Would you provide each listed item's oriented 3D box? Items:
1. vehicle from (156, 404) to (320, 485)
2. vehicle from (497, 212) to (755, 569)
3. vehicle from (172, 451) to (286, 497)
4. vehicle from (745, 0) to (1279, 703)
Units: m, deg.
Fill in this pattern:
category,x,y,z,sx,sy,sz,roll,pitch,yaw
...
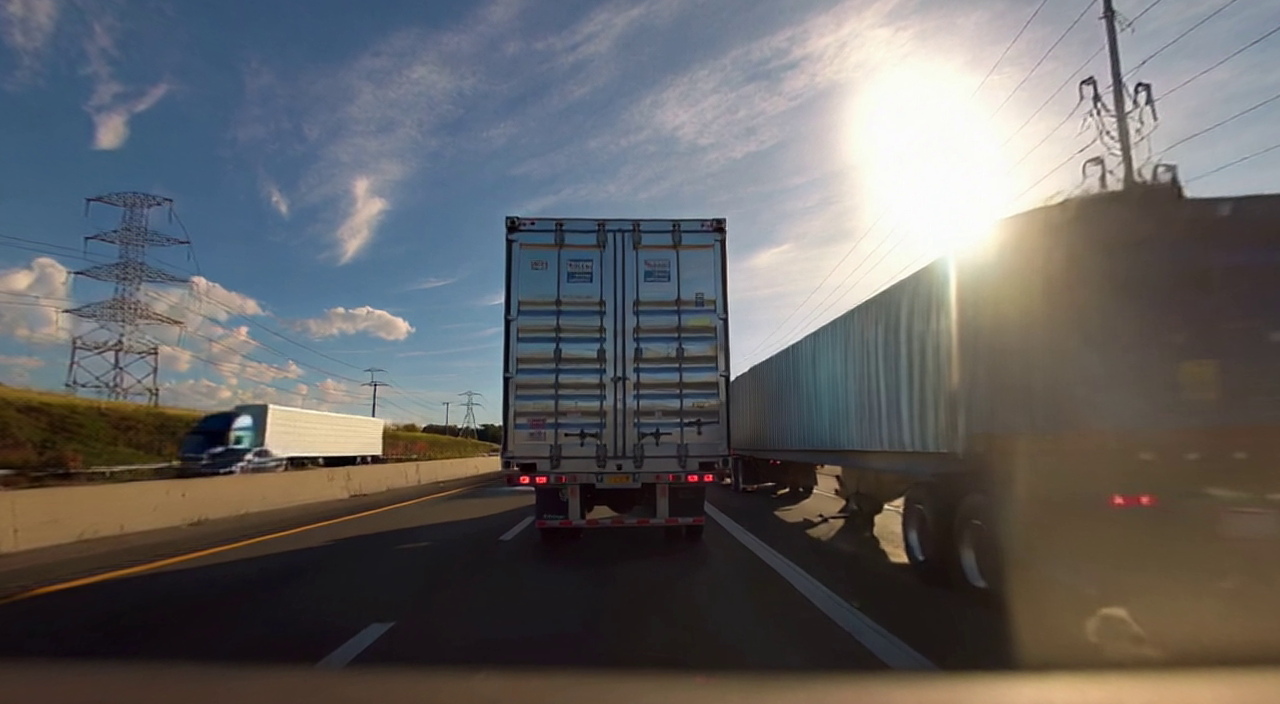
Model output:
category,x,y,z,sx,sy,sz,roll,pitch,yaw
vehicle,-20.388,4.813,32.962,3.024,3.645,8.371,0,-9,0
vehicle,-0.100,1.249,13.211,2.841,4.071,12.046,-1,-8,1
vehicle,-13.592,4.022,21.154,1.543,1.373,3.317,-1,-9,0
vehicle,3.640,0.278,6.433,2.797,4.023,13.066,0,-8,0
